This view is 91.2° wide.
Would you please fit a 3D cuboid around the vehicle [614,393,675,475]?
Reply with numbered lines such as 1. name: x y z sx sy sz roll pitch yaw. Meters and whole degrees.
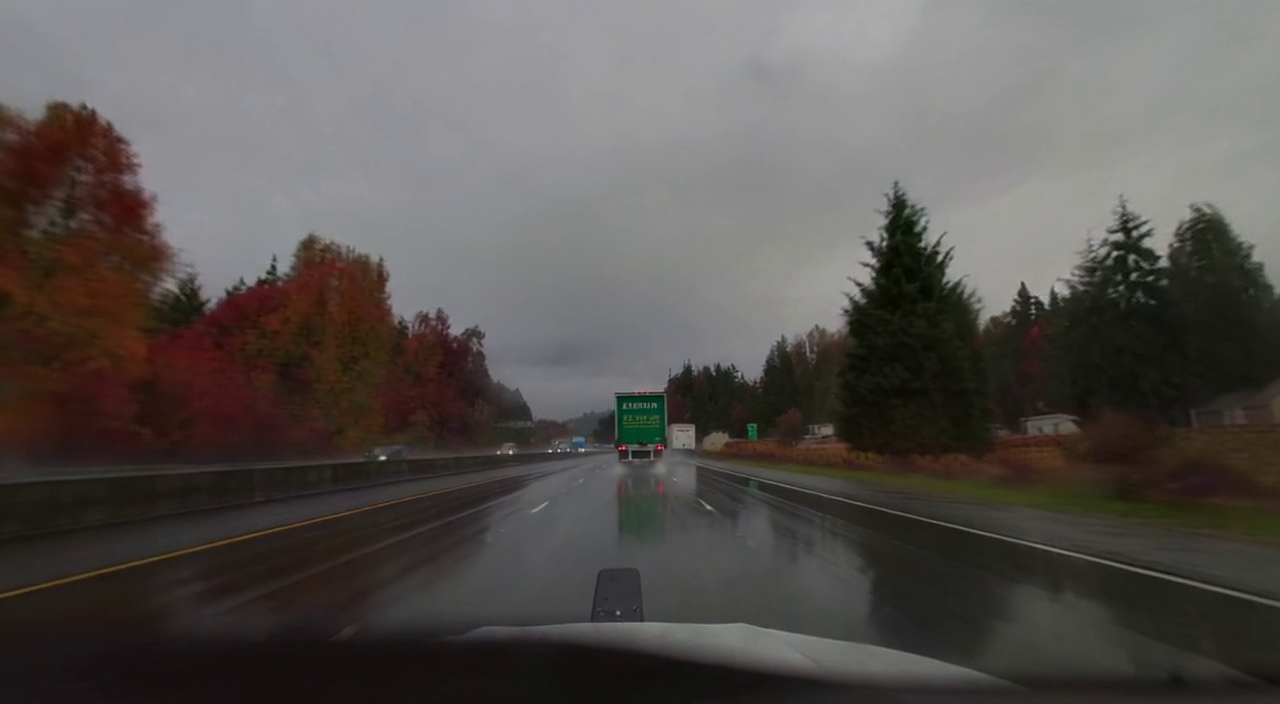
1. vehicle: 0.203 4.957 37.006 3.057 4.073 10.792 0 -9 0
